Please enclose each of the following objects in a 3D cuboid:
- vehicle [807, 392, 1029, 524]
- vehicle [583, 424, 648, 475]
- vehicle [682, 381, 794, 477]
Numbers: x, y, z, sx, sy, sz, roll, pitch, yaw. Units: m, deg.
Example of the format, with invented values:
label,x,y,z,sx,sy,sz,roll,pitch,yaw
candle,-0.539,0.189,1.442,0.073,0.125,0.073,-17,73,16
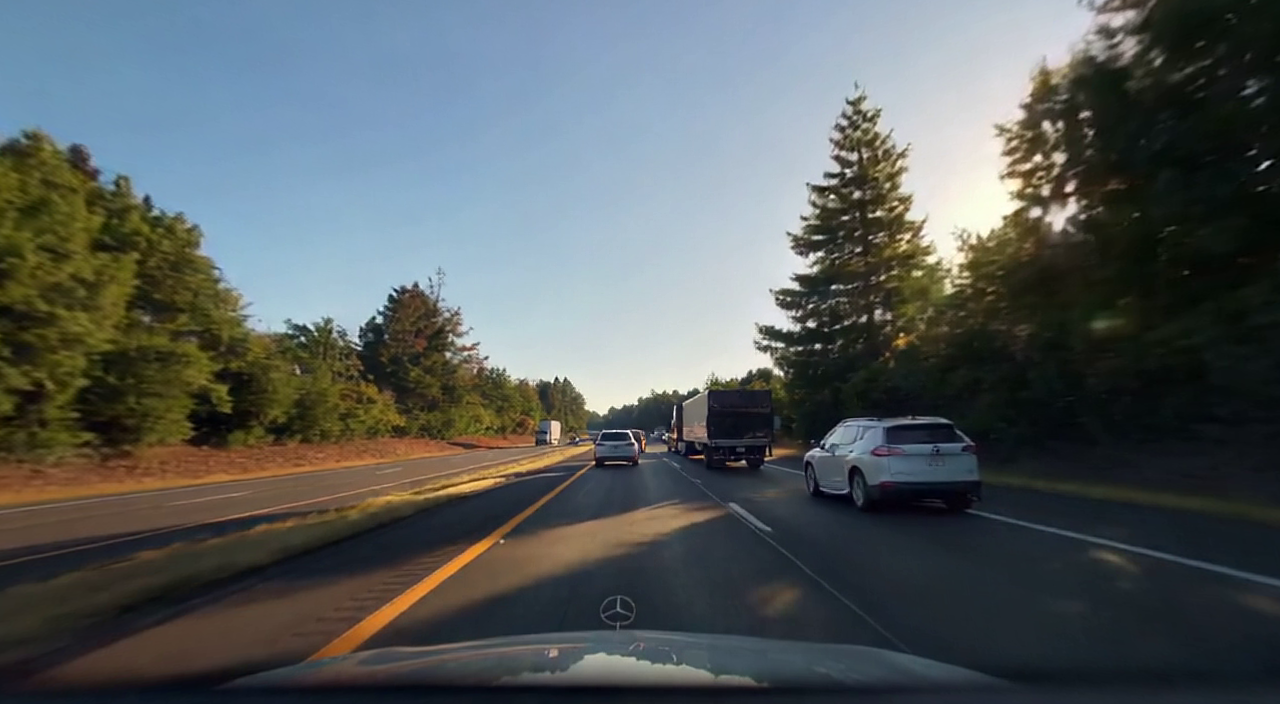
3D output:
label,x,y,z,sx,sy,sz,roll,pitch,yaw
vehicle,4.563,1.785,11.144,2.011,1.905,3.905,0,-8,-2
vehicle,-0.812,3.410,22.330,2.082,1.638,4.055,0,-7,0
vehicle,3.377,2.982,24.207,2.723,3.027,8.478,0,-7,-1
